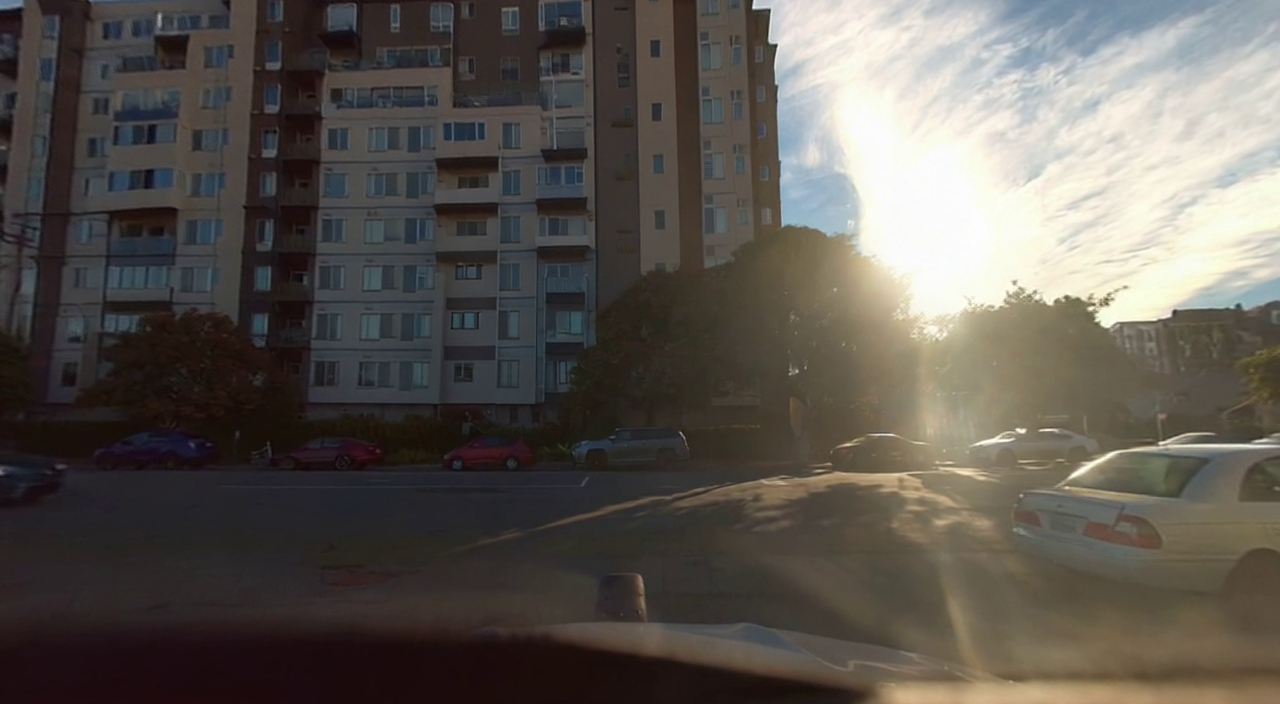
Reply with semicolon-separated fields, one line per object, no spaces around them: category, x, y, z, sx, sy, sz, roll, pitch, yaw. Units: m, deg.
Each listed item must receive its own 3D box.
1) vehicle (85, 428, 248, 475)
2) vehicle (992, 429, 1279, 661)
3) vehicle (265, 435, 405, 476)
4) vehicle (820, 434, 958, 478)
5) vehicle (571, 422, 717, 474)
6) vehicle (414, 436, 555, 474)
vehicle;-17.489;3.682;23.549;4.426;1.641;1.889;1;-8;-5
vehicle;5.926;1.450;5.354;4.714;1.471;1.978;0;-4;1
vehicle;-11.383;3.889;23.806;4.336;1.438;1.776;1;-8;-3
vehicle;9.464;3.953;24.254;4.521;1.411;1.726;-2;-7;-4
vehicle;0.090;3.681;24.037;5.299;1.860;2.098;1;-9;-5
vehicle;-5.752;3.904;23.847;4.851;1.339;1.785;0;-10;-2
